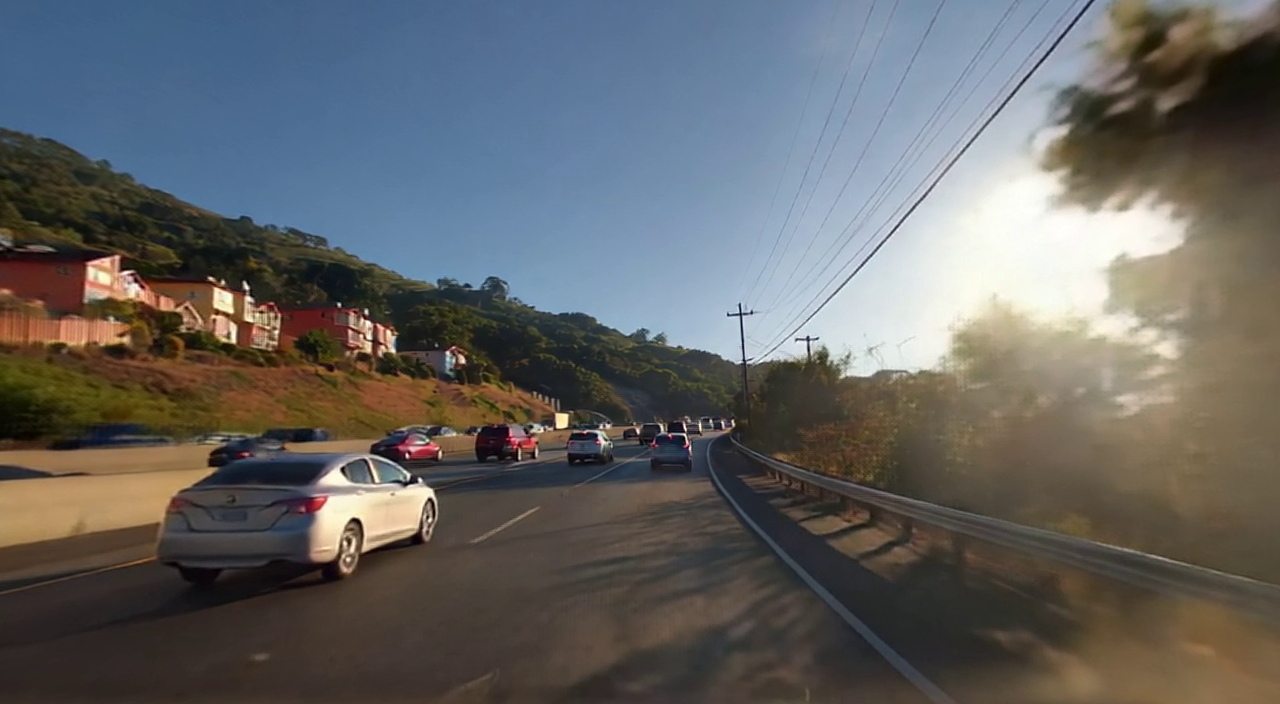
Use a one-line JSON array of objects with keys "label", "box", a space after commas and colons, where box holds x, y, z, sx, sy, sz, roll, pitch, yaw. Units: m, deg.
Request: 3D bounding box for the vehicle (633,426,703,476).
[{"label": "vehicle", "box": [0.989, 3.307, 21.236, 2.109, 1.495, 3.935, -1, -8, 4]}]

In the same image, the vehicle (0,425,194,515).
[{"label": "vehicle", "box": [-12.410, 2.443, 13.467, 1.986, 1.622, 4.548, -1, -8, 9]}]

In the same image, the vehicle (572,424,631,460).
[{"label": "vehicle", "box": [-1.849, 4.531, 31.700, 2.121, 1.639, 4.383, -1, -8, 8]}]

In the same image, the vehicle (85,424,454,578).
[{"label": "vehicle", "box": [-4.336, 1.804, 8.589, 1.956, 1.478, 4.789, -1, -8, 3]}]

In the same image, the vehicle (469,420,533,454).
[{"label": "vehicle", "box": [-8.127, 5.066, 37.351, 2.080, 1.833, 4.461, -2, -9, 11]}]
